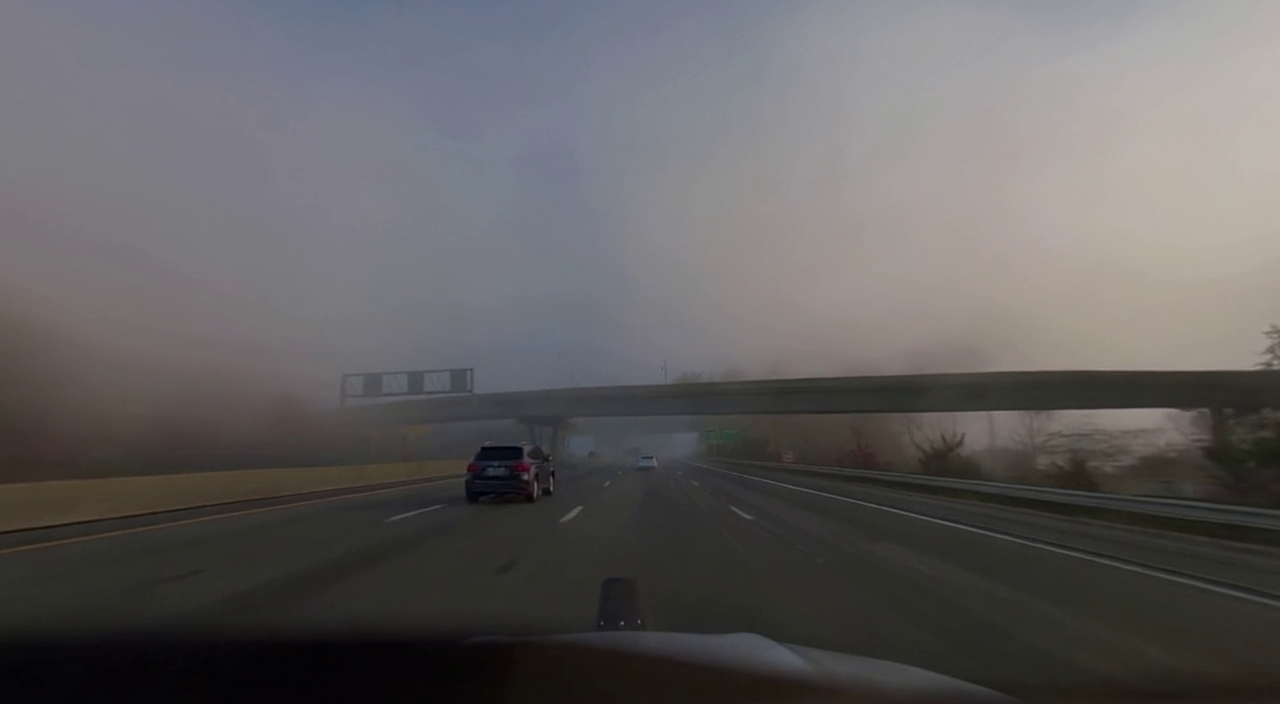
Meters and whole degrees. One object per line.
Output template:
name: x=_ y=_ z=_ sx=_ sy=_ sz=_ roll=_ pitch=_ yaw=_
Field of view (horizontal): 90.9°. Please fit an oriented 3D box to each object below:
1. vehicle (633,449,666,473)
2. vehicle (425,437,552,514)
vehicle: x=0.645 y=7.463 z=43.425 sx=2.113 sy=1.537 sz=4.208 roll=0 pitch=-9 yaw=1
vehicle: x=-3.629 y=3.050 z=16.042 sx=2.055 sy=1.665 sz=4.373 roll=0 pitch=-9 yaw=1
